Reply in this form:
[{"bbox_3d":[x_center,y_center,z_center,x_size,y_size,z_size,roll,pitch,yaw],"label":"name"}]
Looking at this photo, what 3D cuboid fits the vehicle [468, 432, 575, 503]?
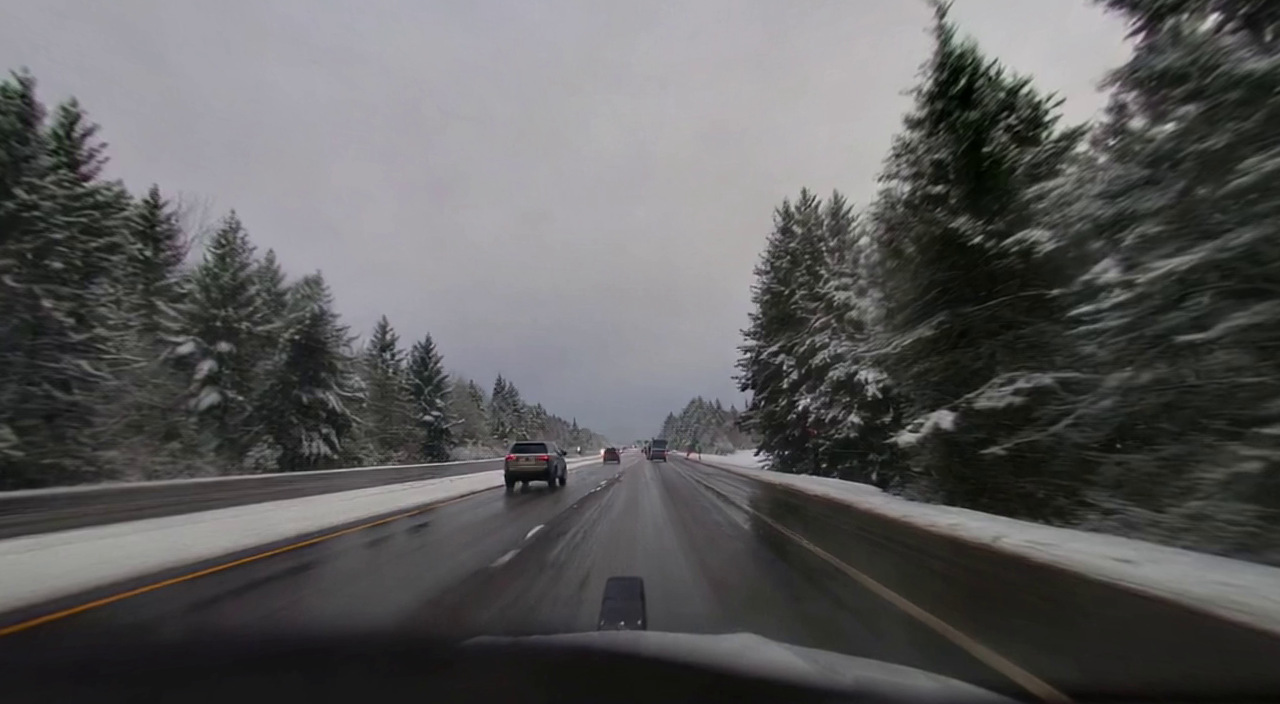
[{"bbox_3d":[-3.114,3.160,17.531,2.038,1.723,4.150,-1,-9,2],"label":"vehicle"}]
